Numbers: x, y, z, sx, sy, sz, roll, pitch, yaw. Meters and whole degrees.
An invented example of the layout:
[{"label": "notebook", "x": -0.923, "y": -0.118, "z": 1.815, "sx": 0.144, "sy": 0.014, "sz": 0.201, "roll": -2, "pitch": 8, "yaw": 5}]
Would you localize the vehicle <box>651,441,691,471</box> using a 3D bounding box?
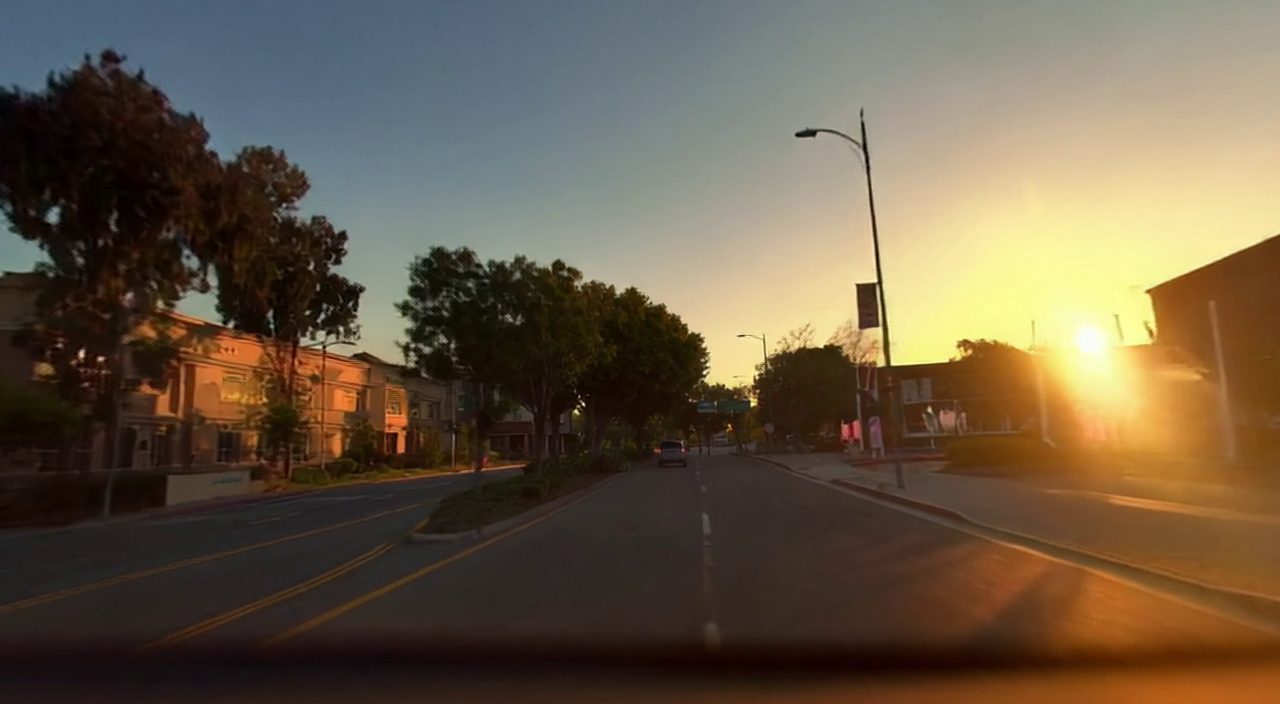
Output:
[{"label": "vehicle", "x": 2.010, "y": 6.520, "z": 39.707, "sx": 2.235, "sy": 1.719, "sz": 4.292, "roll": 0, "pitch": -9, "yaw": 6}]
